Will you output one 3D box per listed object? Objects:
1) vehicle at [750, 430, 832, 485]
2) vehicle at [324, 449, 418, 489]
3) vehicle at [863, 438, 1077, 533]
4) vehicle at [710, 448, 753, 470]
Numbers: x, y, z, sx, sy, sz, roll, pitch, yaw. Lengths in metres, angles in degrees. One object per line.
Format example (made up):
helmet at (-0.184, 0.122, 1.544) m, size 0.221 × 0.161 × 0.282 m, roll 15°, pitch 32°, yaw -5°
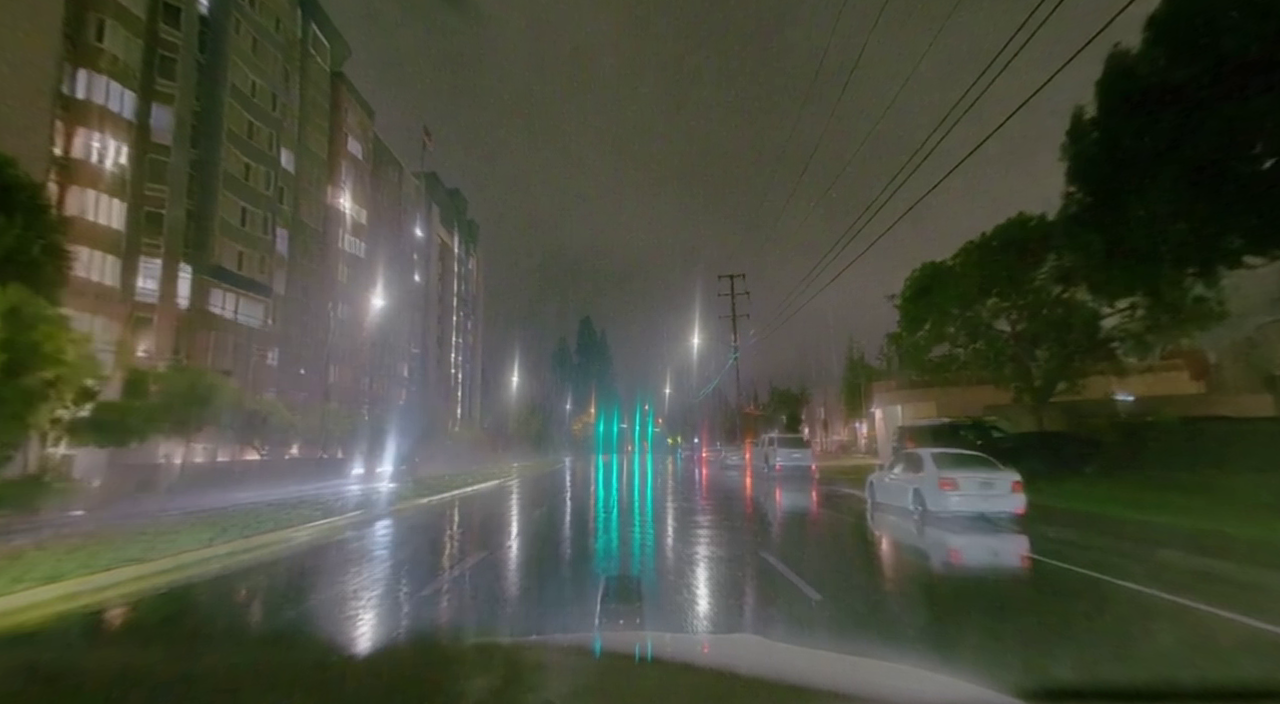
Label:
vehicle at (6.286, 4.498, 27.243) m, size 2.267 × 2.037 × 6.240 m, roll -1°, pitch -9°, yaw 3°
vehicle at (-10.666, 4.642, 25.459) m, size 1.847 × 1.460 × 4.294 m, roll -1°, pitch -9°, yaw 1°
vehicle at (6.149, 2.513, 12.499) m, size 1.914 × 1.517 × 4.320 m, roll 0°, pitch -9°, yaw 0°
vehicle at (6.059, 7.147, 42.402) m, size 2.013 × 1.408 × 5.011 m, roll 0°, pitch -9°, yaw -1°
